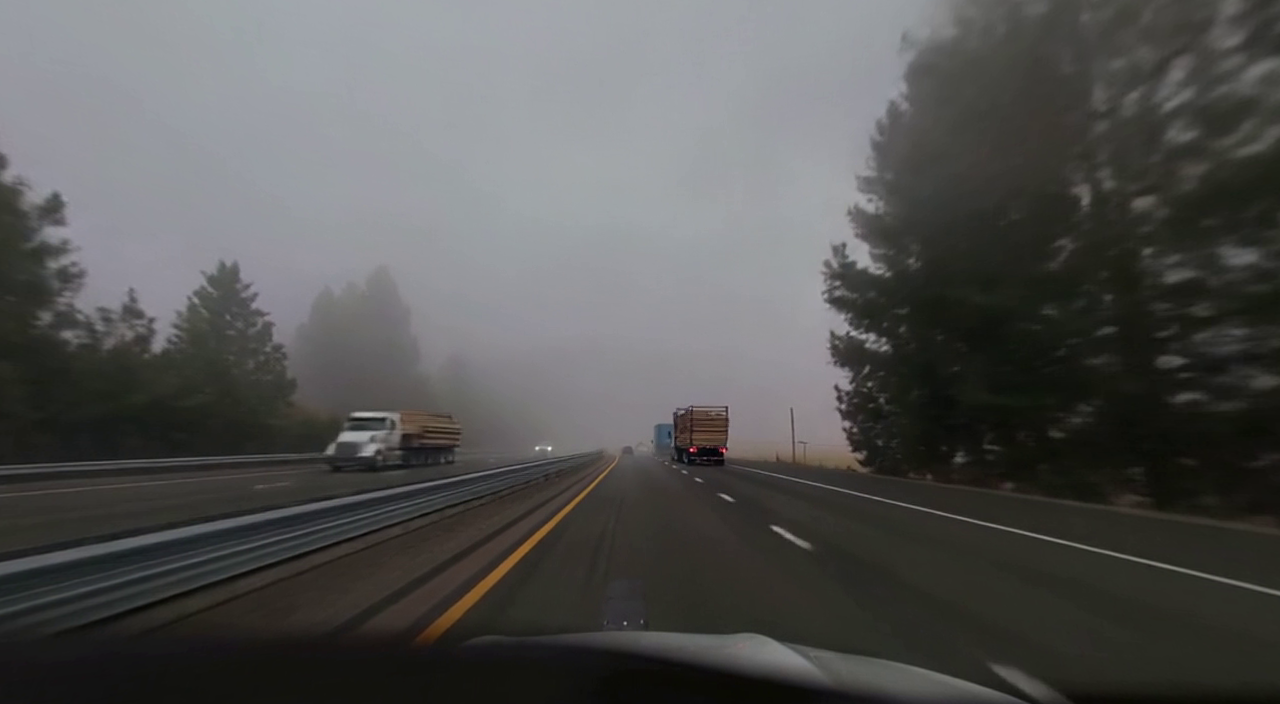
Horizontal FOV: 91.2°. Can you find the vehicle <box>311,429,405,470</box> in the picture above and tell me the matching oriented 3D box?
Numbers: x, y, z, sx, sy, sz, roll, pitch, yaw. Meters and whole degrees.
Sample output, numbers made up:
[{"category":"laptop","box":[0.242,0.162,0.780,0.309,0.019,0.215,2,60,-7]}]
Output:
[{"category":"vehicle","box":[-12.529,4.381,28.298,1.893,1.652,4.998,0,-9,1]}]

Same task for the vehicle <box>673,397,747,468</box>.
[{"category":"vehicle","box":[4.071,5.272,40.067,3.278,3.788,13.133,0,-9,0]}]

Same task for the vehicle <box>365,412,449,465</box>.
[{"category":"vehicle","box":[-12.655,4.771,34.536,2.410,2.664,5.507,0,-9,0]}]
